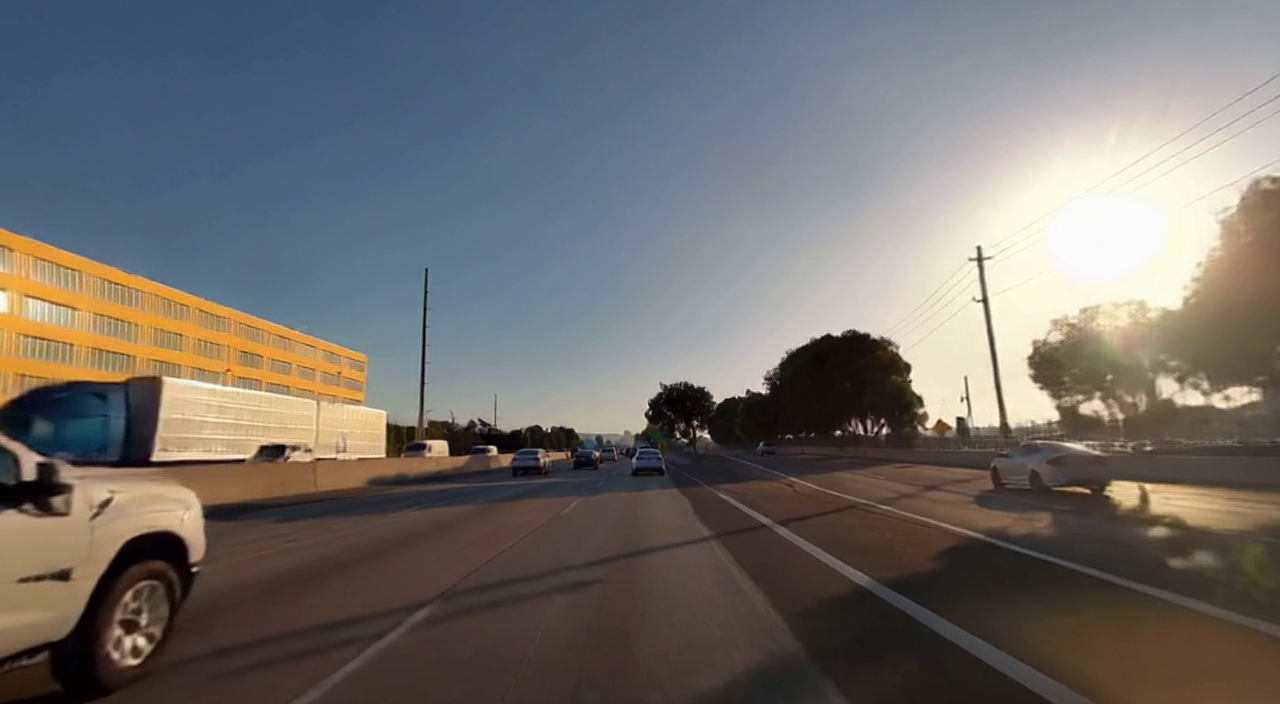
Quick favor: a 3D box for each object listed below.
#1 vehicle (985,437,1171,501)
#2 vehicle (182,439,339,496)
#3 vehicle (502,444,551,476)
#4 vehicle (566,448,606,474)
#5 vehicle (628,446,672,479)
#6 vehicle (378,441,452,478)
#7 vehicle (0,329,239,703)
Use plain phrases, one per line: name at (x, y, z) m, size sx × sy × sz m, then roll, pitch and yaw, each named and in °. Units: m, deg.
vehicle at (11.518, 3.072, 17.101) m, size 1.966 × 1.484 × 4.610 m, roll -1°, pitch -8°, yaw 4°
vehicle at (-13.103, 3.989, 22.340) m, size 2.249 × 1.715 × 5.424 m, roll 0°, pitch -8°, yaw -1°
vehicle at (-7.100, 6.781, 40.018) m, size 2.106 × 1.827 × 4.814 m, roll -1°, pitch -8°, yaw 1°
vehicle at (-3.357, 6.861, 39.899) m, size 2.059 × 1.508 × 4.662 m, roll 0°, pitch -8°, yaw 0°
vehicle at (0.462, 5.620, 32.320) m, size 2.107 × 1.538 × 3.999 m, roll 0°, pitch -8°, yaw 0°
vehicle at (-13.081, 6.270, 37.174) m, size 2.216 × 1.945 × 5.942 m, roll 0°, pitch -8°, yaw 0°
vehicle at (-3.893, 0.708, 1.688) m, size 2.250 × 1.872 × 5.038 m, roll -1°, pitch -8°, yaw 1°
